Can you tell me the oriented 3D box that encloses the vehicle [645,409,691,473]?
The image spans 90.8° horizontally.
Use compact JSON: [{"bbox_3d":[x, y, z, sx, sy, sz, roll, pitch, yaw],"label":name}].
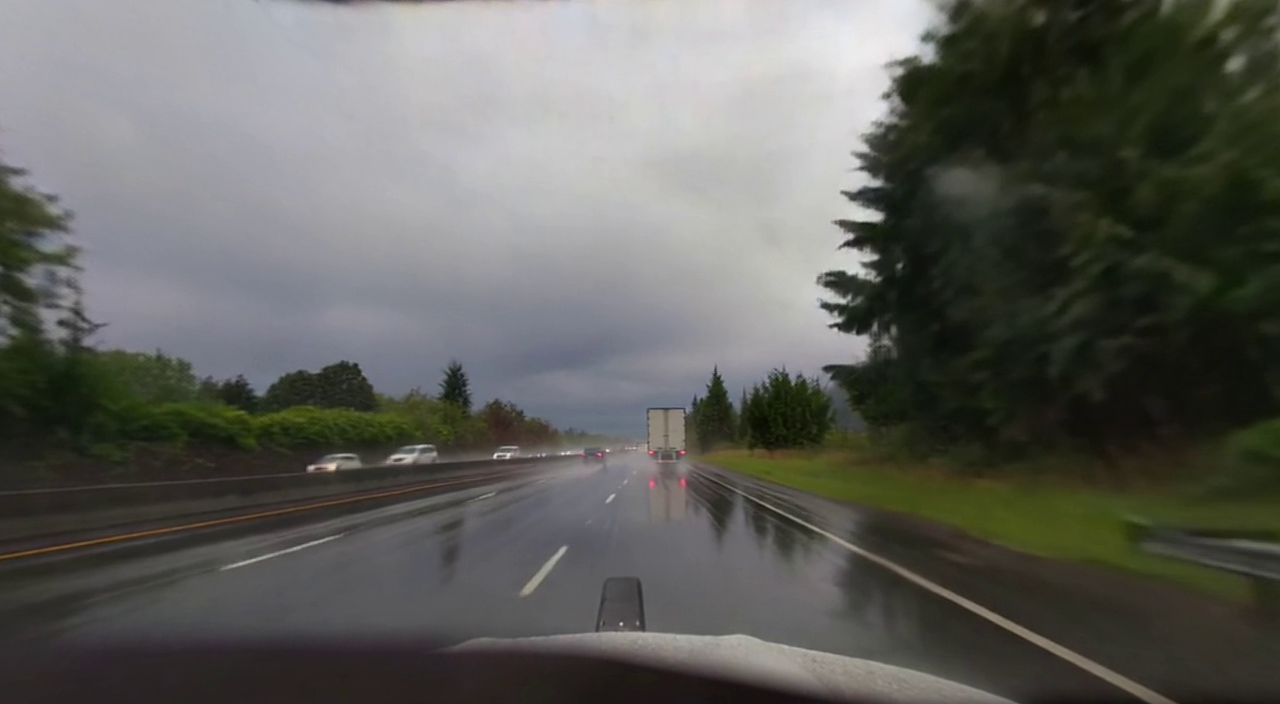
[{"bbox_3d":[1.918,6.789,47.427,2.901,4.032,14.338,0,-9,1],"label":"vehicle"}]
